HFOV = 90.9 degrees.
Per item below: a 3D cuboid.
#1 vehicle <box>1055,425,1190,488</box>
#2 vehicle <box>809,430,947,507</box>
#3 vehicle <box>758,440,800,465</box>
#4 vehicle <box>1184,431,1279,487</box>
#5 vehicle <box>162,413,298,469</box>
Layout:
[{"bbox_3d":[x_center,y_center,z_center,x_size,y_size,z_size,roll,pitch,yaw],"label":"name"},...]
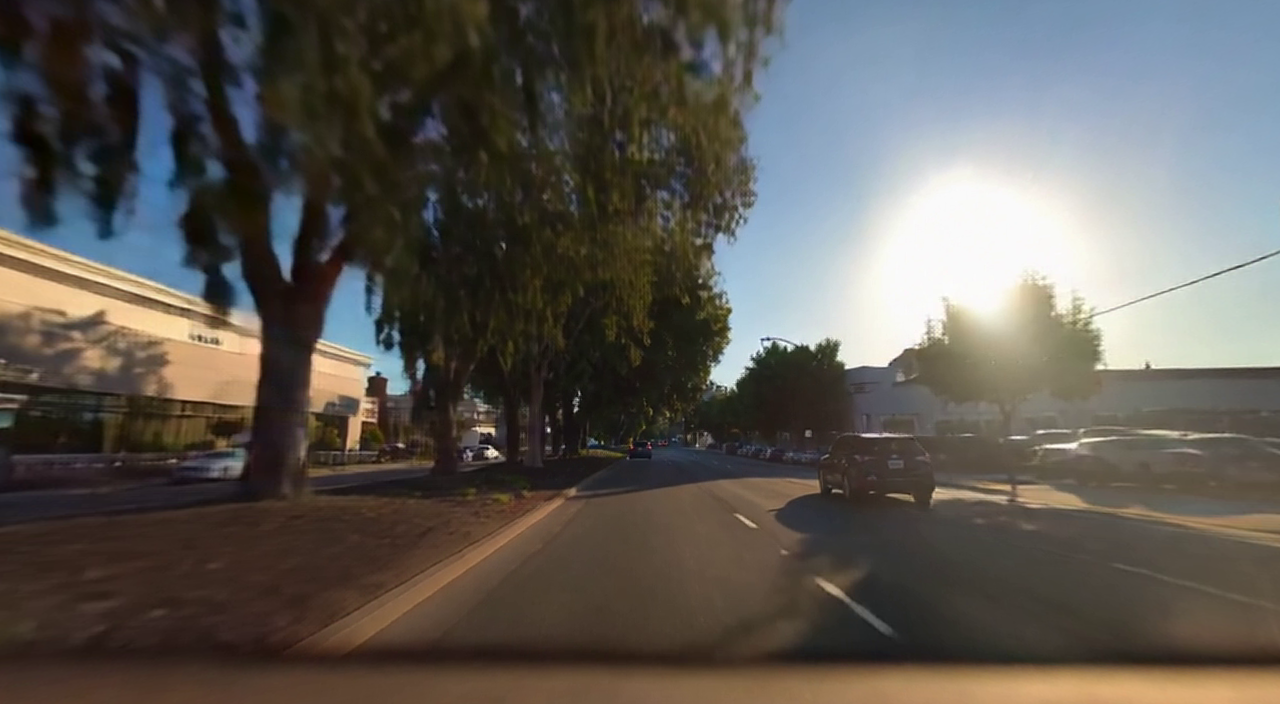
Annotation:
[{"bbox_3d":[17.182,3.635,22.354,5.554,1.937,2.486,7,-11,-40],"label":"vehicle"},{"bbox_3d":[5.767,2.854,15.874,2.072,1.669,3.836,-1,-9,2],"label":"vehicle"},{"bbox_3d":[10.783,7.822,49.223,2.096,1.780,5.128,0,-9,0],"label":"vehicle"},{"bbox_3d":[20.641,3.647,21.740,4.366,1.718,2.171,7,-11,-42],"label":"vehicle"},{"bbox_3d":[-25.860,5.640,39.996,6.540,3.375,2.751,0,-9,0],"label":"vehicle"}]
